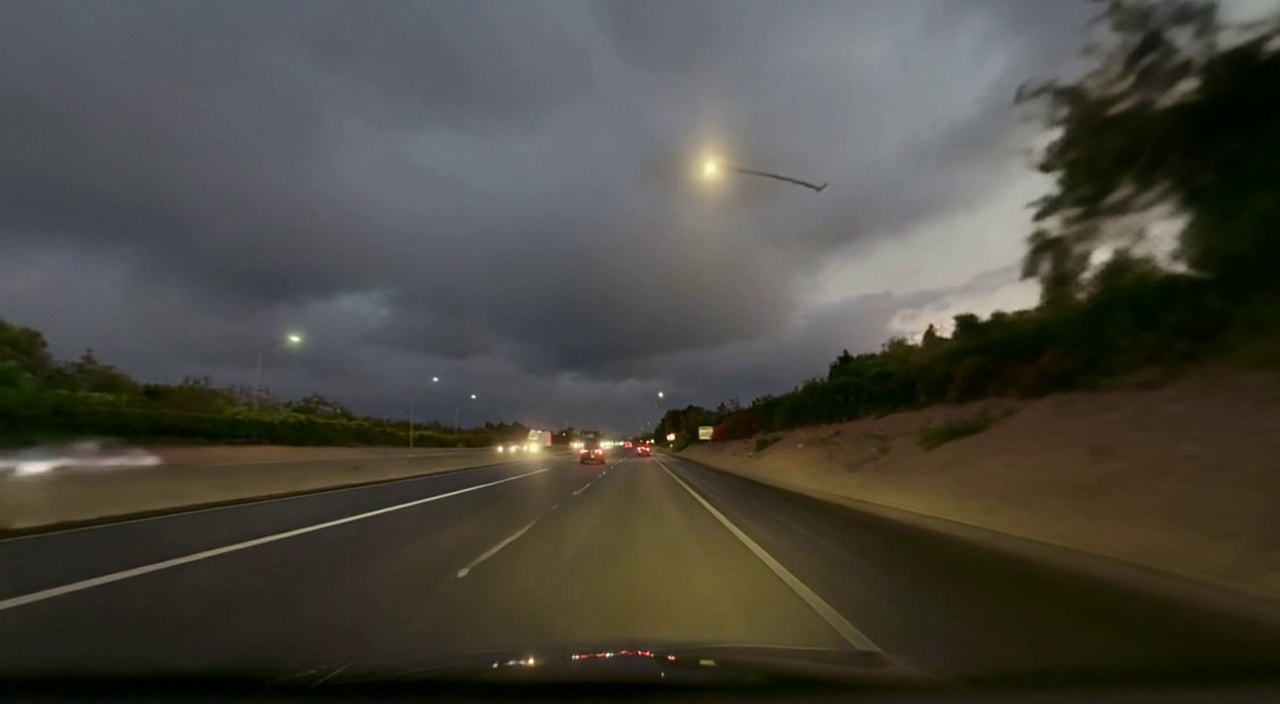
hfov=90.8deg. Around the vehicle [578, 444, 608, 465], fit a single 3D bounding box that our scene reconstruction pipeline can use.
[{"bbox_3d":[-3.504,7.710,47.498,1.921,1.536,3.920,0,-9,0],"label":"vehicle"}]
